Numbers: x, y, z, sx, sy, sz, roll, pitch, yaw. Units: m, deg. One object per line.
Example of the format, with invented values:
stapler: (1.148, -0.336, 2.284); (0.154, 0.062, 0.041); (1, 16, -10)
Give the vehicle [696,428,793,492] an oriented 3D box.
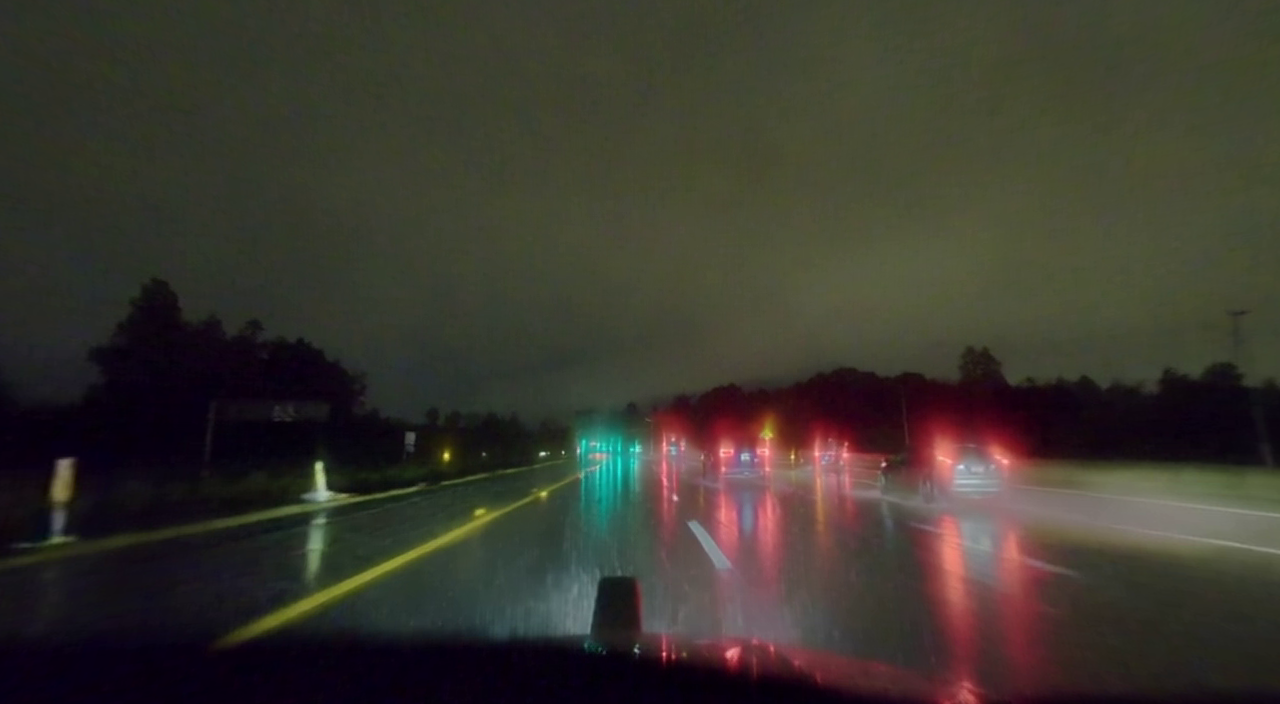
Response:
vehicle: (3.152, 3.408, 20.283); (2.141, 1.785, 4.778); (0, -8, -2)
